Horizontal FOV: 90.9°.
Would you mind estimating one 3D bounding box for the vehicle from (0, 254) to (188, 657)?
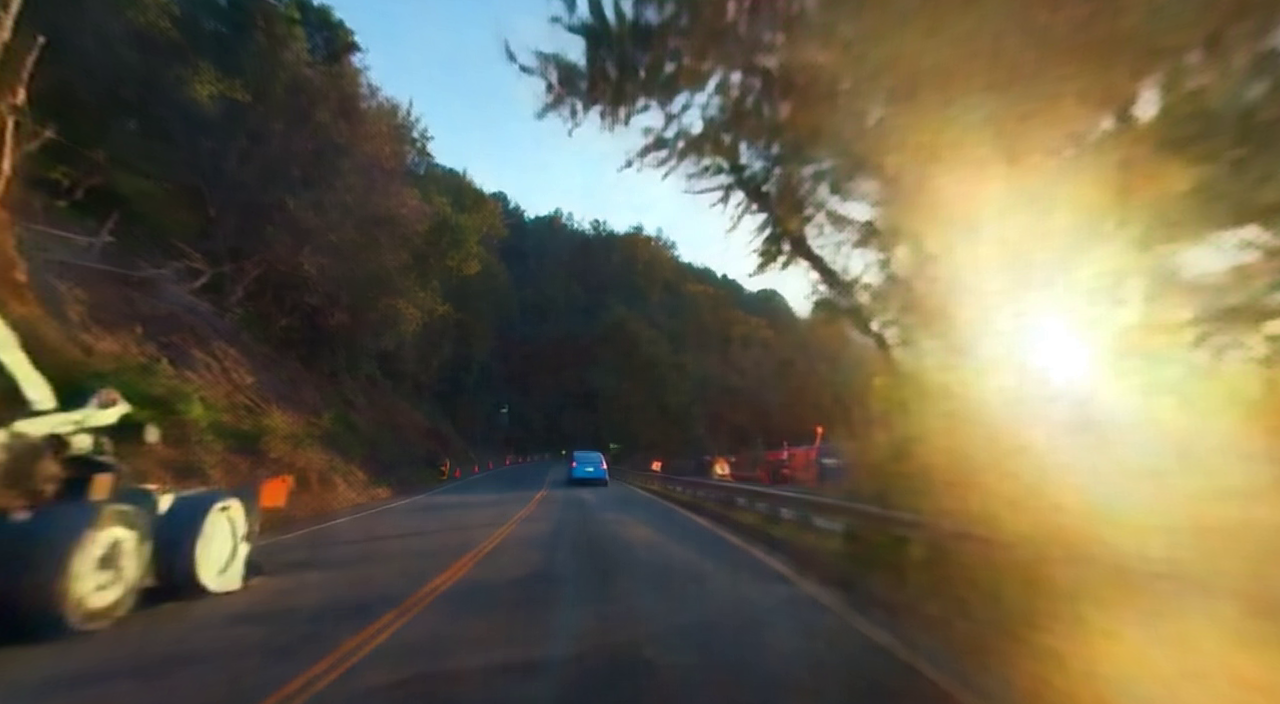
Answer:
[{"bbox_3d":[-5.316,0.594,3.570,2.257,2.597,4.069,0,-8,2],"label":"vehicle"}]

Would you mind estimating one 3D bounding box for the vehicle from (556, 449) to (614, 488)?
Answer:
[{"bbox_3d":[-2.470,4.966,27.264,2.259,1.503,4.075,1,-9,-8],"label":"vehicle"}]
